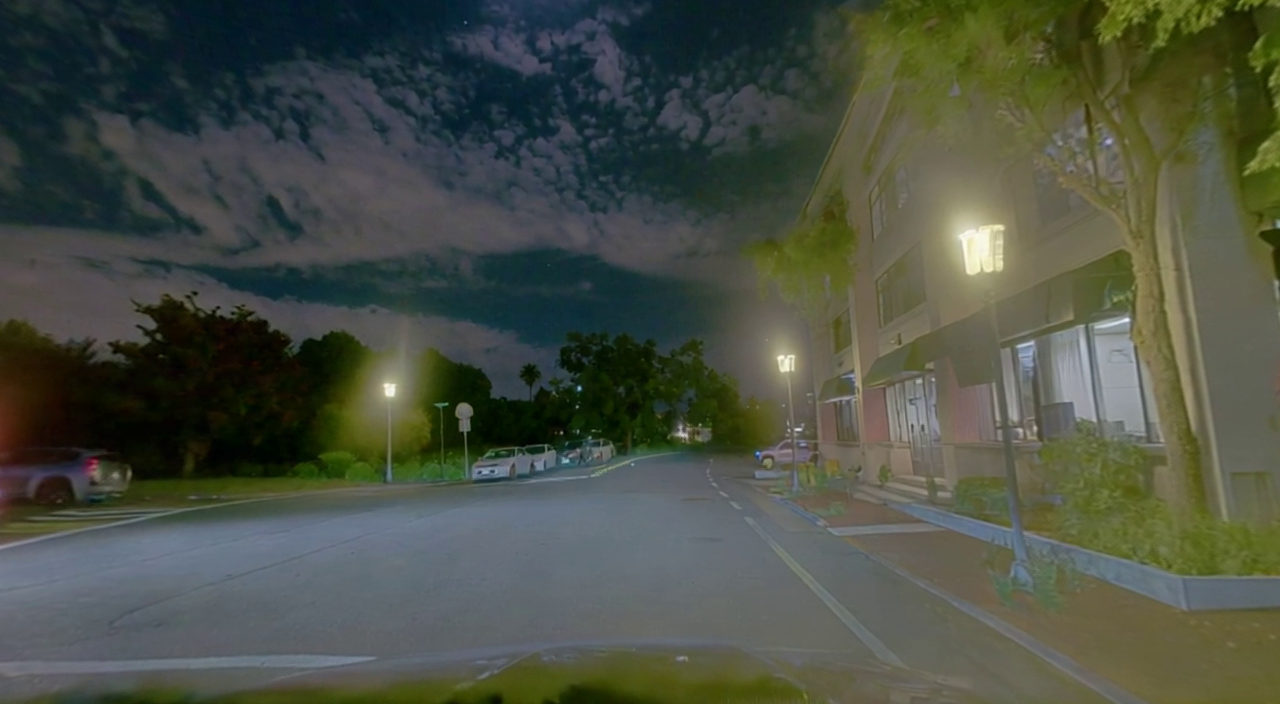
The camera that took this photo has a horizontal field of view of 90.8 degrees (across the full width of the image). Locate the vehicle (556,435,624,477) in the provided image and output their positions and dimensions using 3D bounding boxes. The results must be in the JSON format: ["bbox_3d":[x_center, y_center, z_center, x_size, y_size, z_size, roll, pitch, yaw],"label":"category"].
[{"bbox_3d":[-2.059,4.491,27.398,2.110,1.651,4.410,-1,-9,7],"label":"vehicle"}]

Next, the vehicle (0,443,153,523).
[{"bbox_3d":[-13.832,2.878,14.166,4.106,1.620,2.065,-1,-9,2],"label":"vehicle"}]

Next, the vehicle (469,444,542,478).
[{"bbox_3d":[-6.073,4.968,29.069,1.968,1.443,4.358,-1,-9,6],"label":"vehicle"}]

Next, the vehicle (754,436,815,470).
[{"bbox_3d":[6.687,4.714,29.680,1.918,1.461,4.419,-1,-8,1],"label":"vehicle"}]
